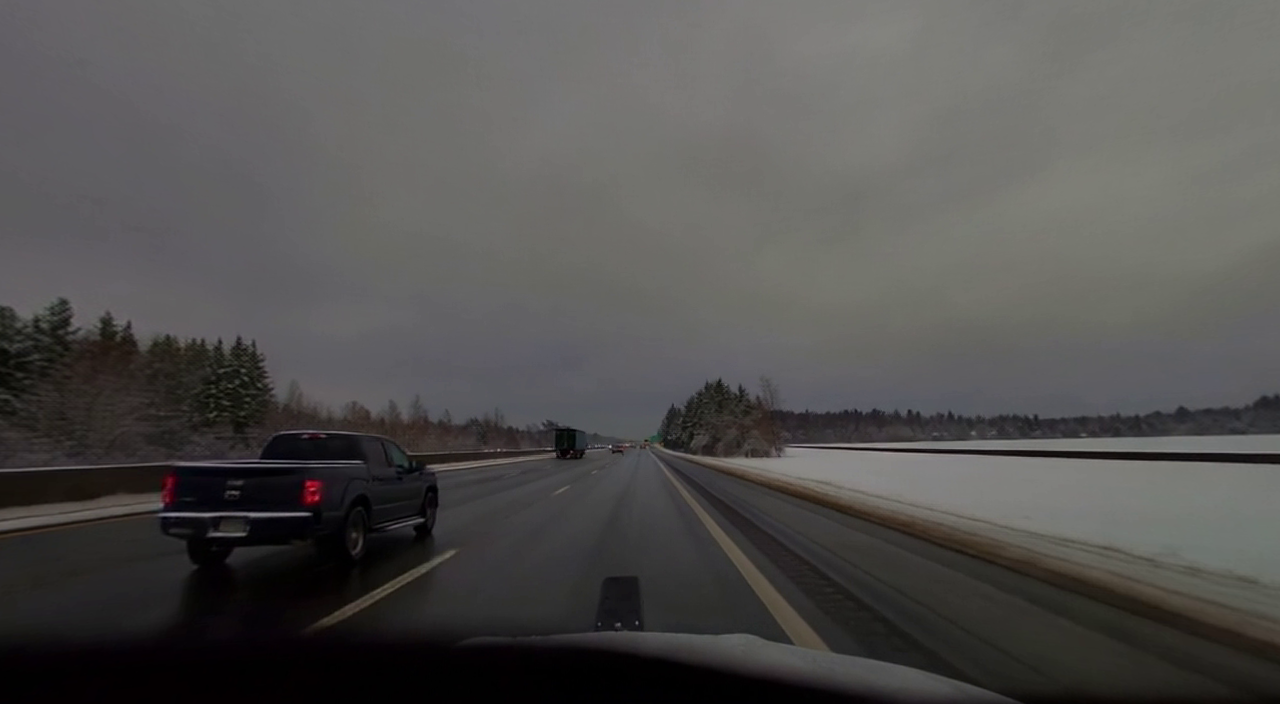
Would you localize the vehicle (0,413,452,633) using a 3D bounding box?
[{"bbox_3d":[-3.870,1.592,6.982,2.028,1.553,4.820,0,-9,1],"label":"vehicle"}]
